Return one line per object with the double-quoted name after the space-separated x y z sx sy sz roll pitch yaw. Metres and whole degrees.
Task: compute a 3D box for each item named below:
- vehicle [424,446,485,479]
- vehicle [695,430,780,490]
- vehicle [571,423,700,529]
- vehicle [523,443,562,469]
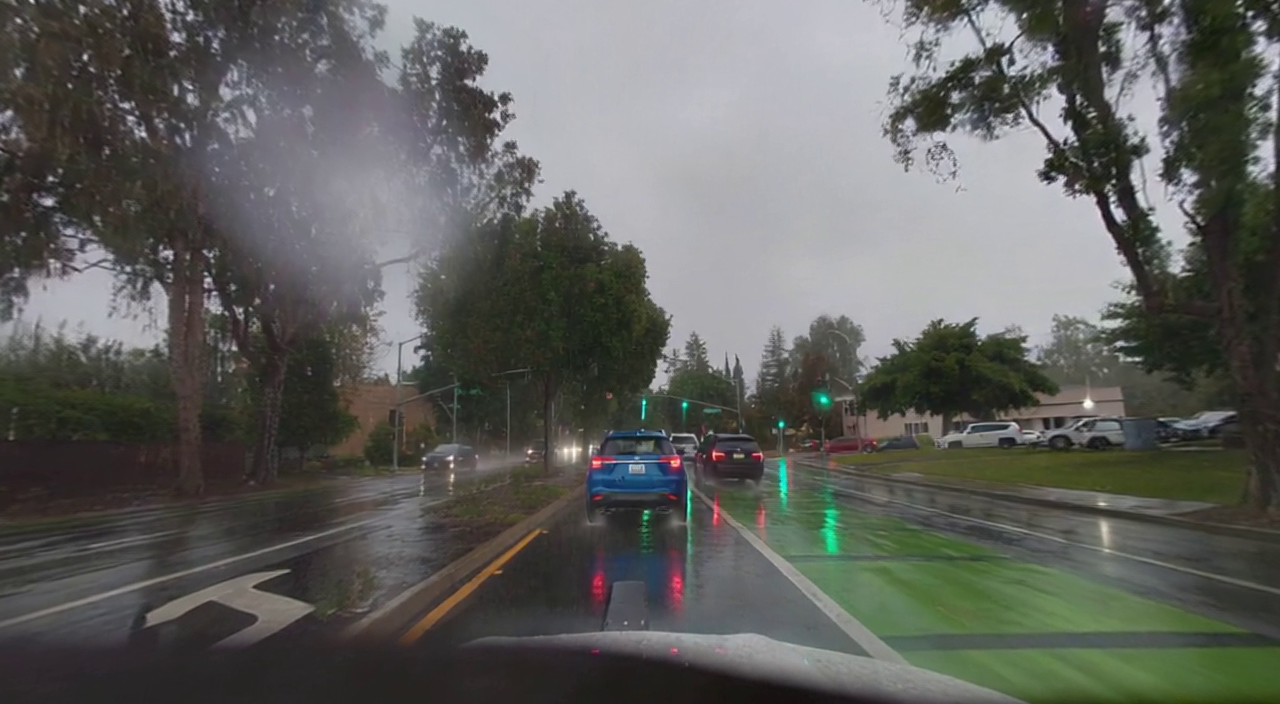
-9.994 5.967 34.352 1.886 1.666 4.575 0 -8 1 "vehicle"
3.213 3.664 21.754 2.189 1.815 4.495 0 -8 0 "vehicle"
-0.059 2.345 12.424 2.109 1.730 3.963 0 -8 0 "vehicle"
-6.887 7.339 44.845 2.005 1.729 4.293 0 -8 1 "vehicle"
